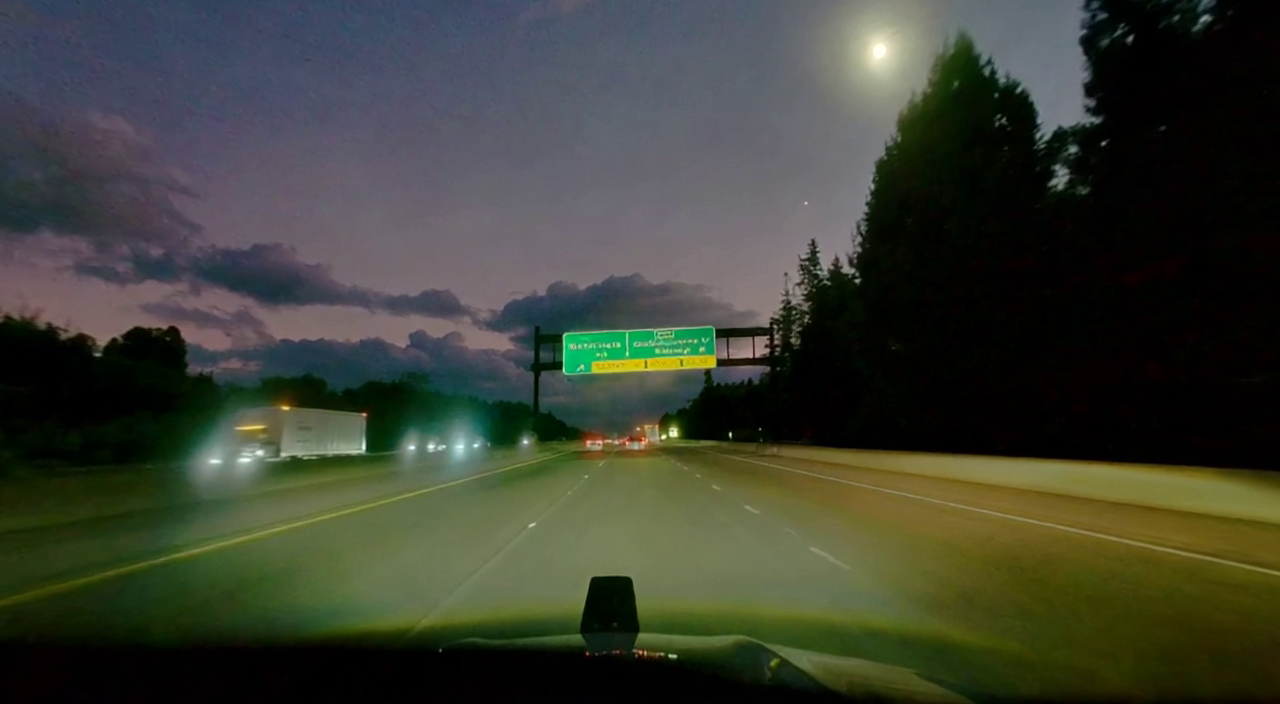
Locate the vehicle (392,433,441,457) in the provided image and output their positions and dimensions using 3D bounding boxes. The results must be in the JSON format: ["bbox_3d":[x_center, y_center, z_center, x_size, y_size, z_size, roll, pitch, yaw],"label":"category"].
[{"bbox_3d":[-17.244,7.180,48.857,2.071,1.799,4.655,0,-8,0],"label":"vehicle"}]

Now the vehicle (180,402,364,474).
[{"bbox_3d":[-20.803,5.085,37.363,2.943,3.449,13.459,0,-8,-1],"label":"vehicle"}]
